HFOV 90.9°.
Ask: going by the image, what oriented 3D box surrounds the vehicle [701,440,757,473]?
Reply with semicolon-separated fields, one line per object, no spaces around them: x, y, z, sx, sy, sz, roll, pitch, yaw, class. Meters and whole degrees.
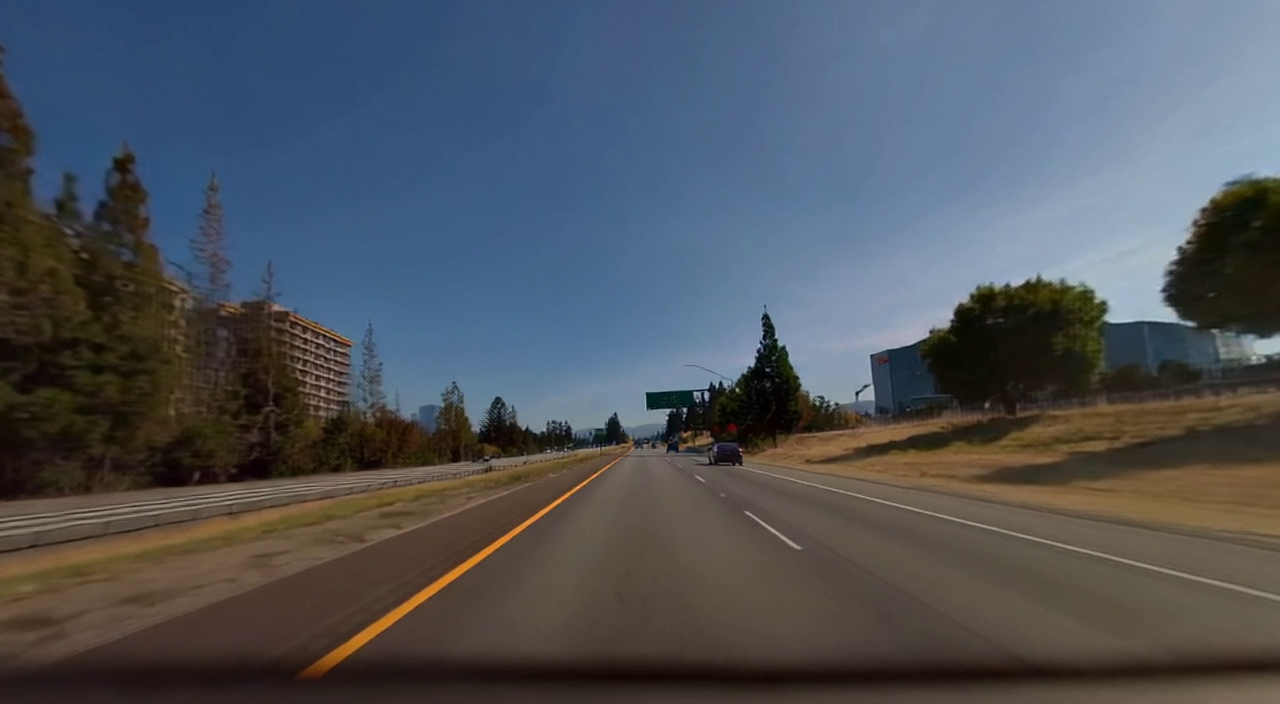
4.306;5.144;31.235;2.042;1.518;4.477;0;-9;-1;vehicle
